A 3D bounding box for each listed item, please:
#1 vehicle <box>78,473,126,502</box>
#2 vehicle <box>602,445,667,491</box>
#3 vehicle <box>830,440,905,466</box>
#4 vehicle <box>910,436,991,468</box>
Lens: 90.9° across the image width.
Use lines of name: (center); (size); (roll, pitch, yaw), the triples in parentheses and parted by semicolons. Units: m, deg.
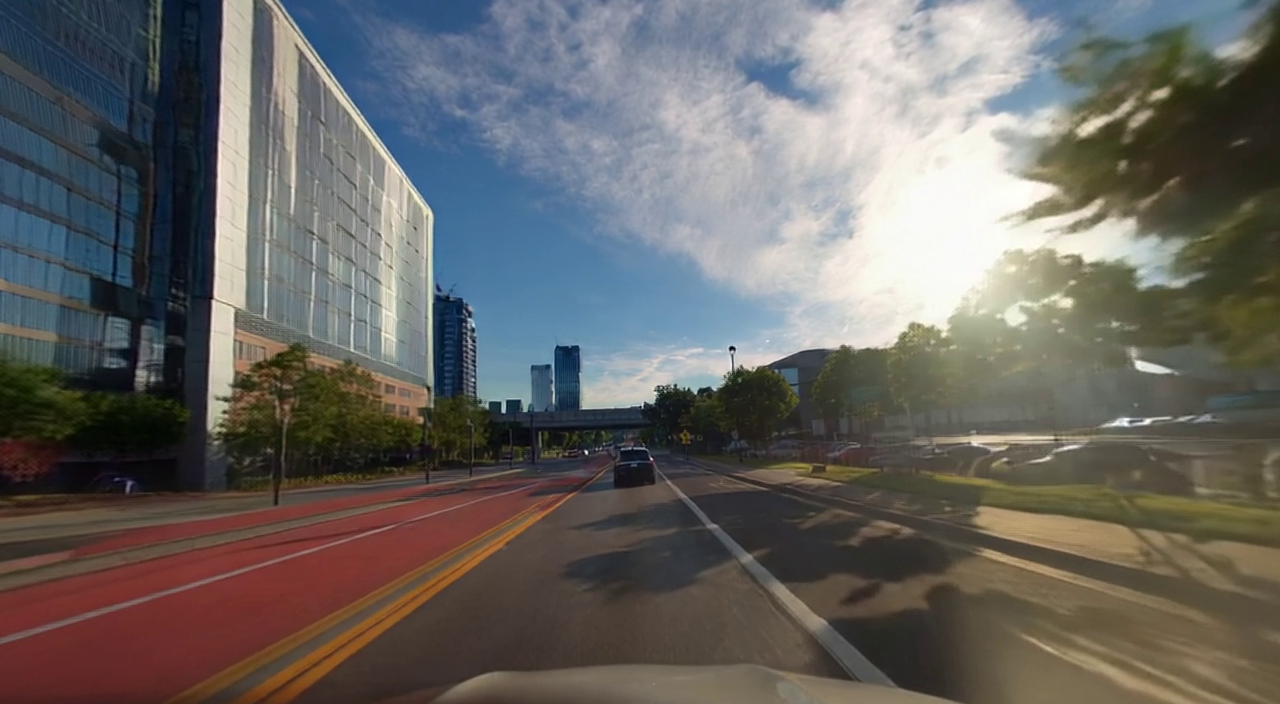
vehicle: (-32.528, 8.144, 38.054); (1.970, 1.476, 3.940); (7, -12, -42)
vehicle: (-0.241, 4.022, 22.278); (2.063, 1.442, 4.135); (0, -9, -2)
vehicle: (14.336, 6.360, 39.869); (4.003, 1.476, 1.884); (-2, -8, 2)
vehicle: (15.212, 4.931, 31.083); (1.913, 1.470, 3.714); (0, -9, -3)
